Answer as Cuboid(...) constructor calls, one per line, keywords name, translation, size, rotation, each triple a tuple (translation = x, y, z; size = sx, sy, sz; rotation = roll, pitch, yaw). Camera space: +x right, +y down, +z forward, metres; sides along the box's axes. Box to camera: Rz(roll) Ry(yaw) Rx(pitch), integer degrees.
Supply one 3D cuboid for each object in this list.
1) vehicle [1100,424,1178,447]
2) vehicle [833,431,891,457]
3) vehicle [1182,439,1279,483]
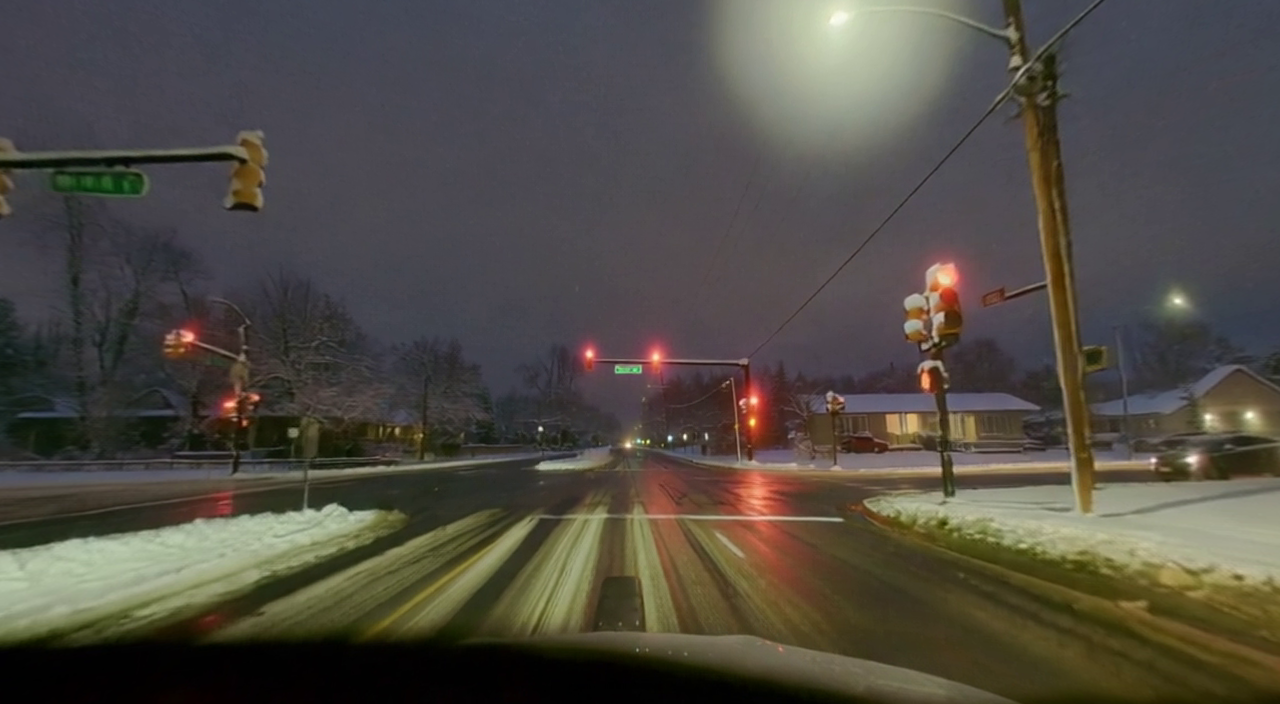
Cuboid(name="vehicle", translation=(34.107, 5.774, 43.317), size=(1.832, 1.521, 4.266), rotation=(0, -9, 0))
Cuboid(name="vehicle", translation=(14.968, 6.285, 42.929), size=(1.959, 1.471, 4.570), rotation=(-4, -8, -4))
Cuboid(name="vehicle", translation=(22.163, 3.801, 22.258), size=(4.334, 1.459, 1.929), rotation=(0, -9, -1))
